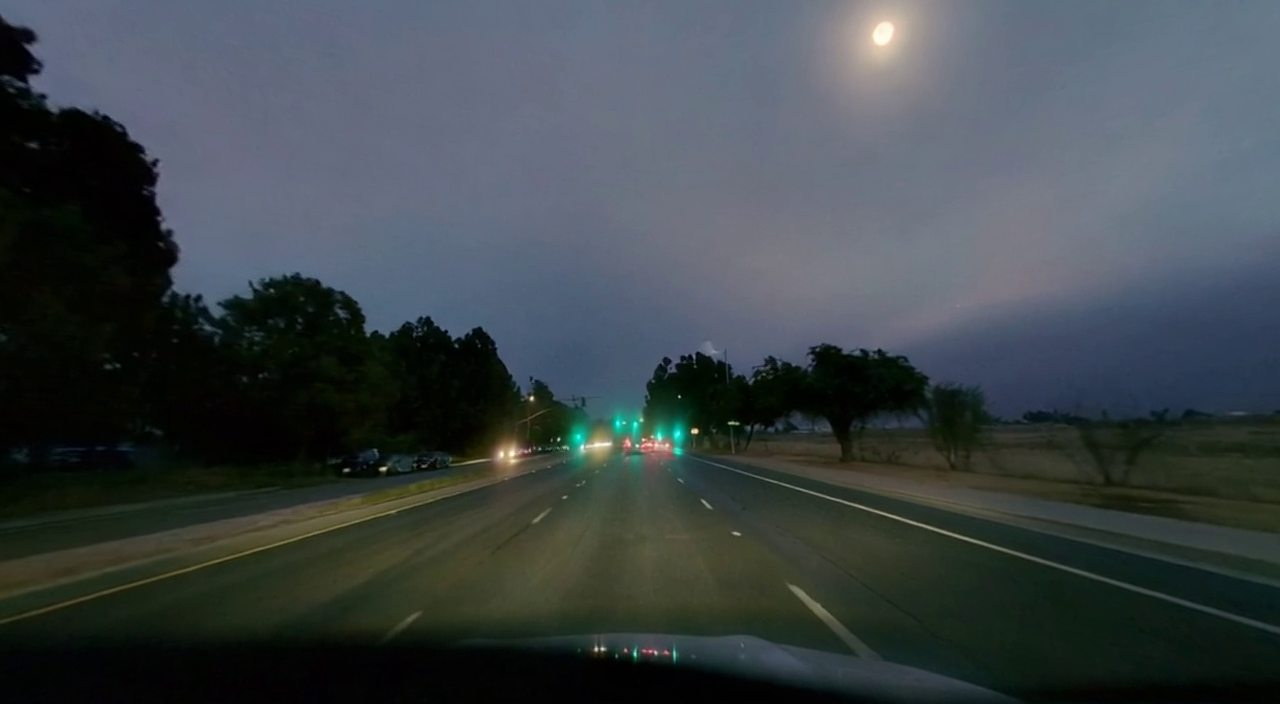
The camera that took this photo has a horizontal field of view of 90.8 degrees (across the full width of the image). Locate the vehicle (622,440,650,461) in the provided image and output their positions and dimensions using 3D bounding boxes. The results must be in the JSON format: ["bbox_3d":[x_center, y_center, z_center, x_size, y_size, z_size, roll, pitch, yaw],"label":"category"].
[{"bbox_3d":[-0.350,7.469,47.959,1.984,1.439,4.171,0,-8,-1],"label":"vehicle"}]

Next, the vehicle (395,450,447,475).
[{"bbox_3d":[-14.689,7.426,42.574,1.959,1.489,4.550,-2,-9,-1],"label":"vehicle"}]
